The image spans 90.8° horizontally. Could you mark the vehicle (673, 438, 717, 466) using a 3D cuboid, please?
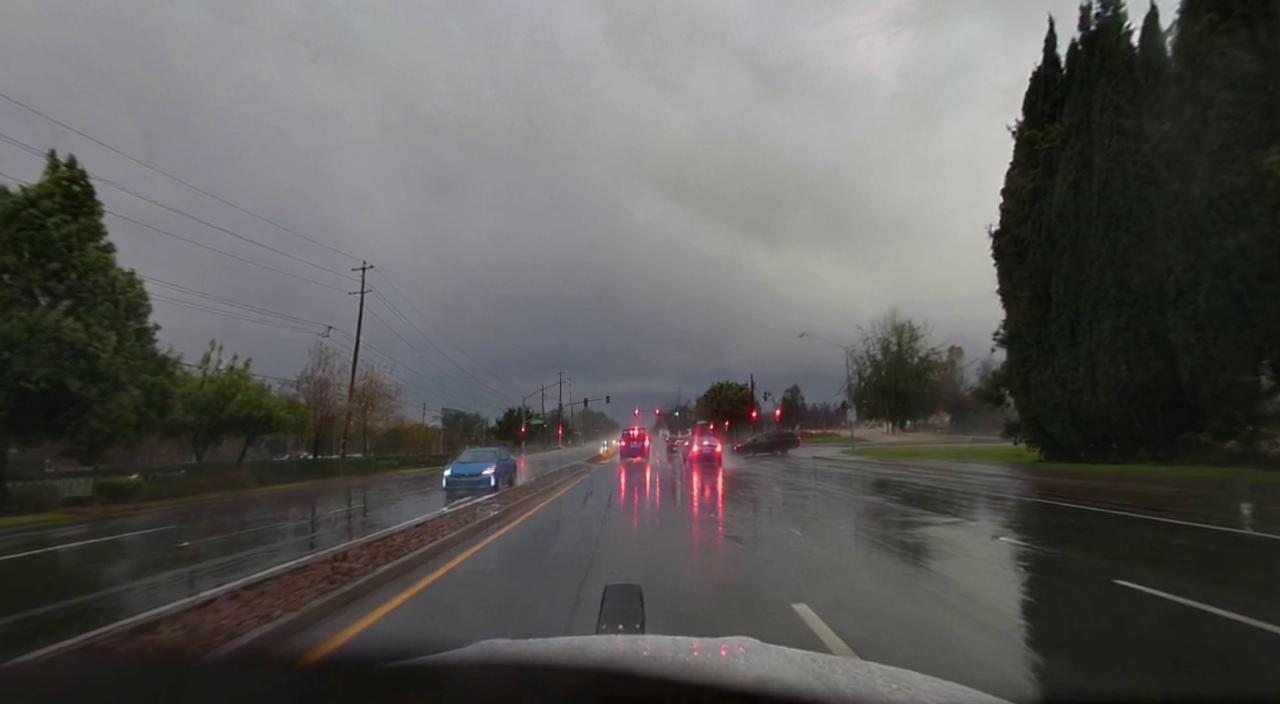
[{"bbox_3d":[2.993,5.563,35.290,1.984,1.462,4.513,0,-9,-1],"label":"vehicle"}]

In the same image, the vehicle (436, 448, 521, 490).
[{"bbox_3d":[-6.179,4.507,24.780,2.157,1.483,4.397,0,-9,1],"label":"vehicle"}]

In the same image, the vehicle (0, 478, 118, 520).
[{"bbox_3d":[-26.813,6.761,29.300,3.647,1.670,1.716,5,-10,-31],"label":"vehicle"}]

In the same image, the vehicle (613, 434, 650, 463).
[{"bbox_3d":[-0.533,6.412,42.185,2.300,1.821,4.254,0,-9,0],"label":"vehicle"}]

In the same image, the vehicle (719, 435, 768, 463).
[{"bbox_3d":[6.524,6.177,40.386,2.198,1.678,4.419,0,-9,-2],"label":"vehicle"}]
